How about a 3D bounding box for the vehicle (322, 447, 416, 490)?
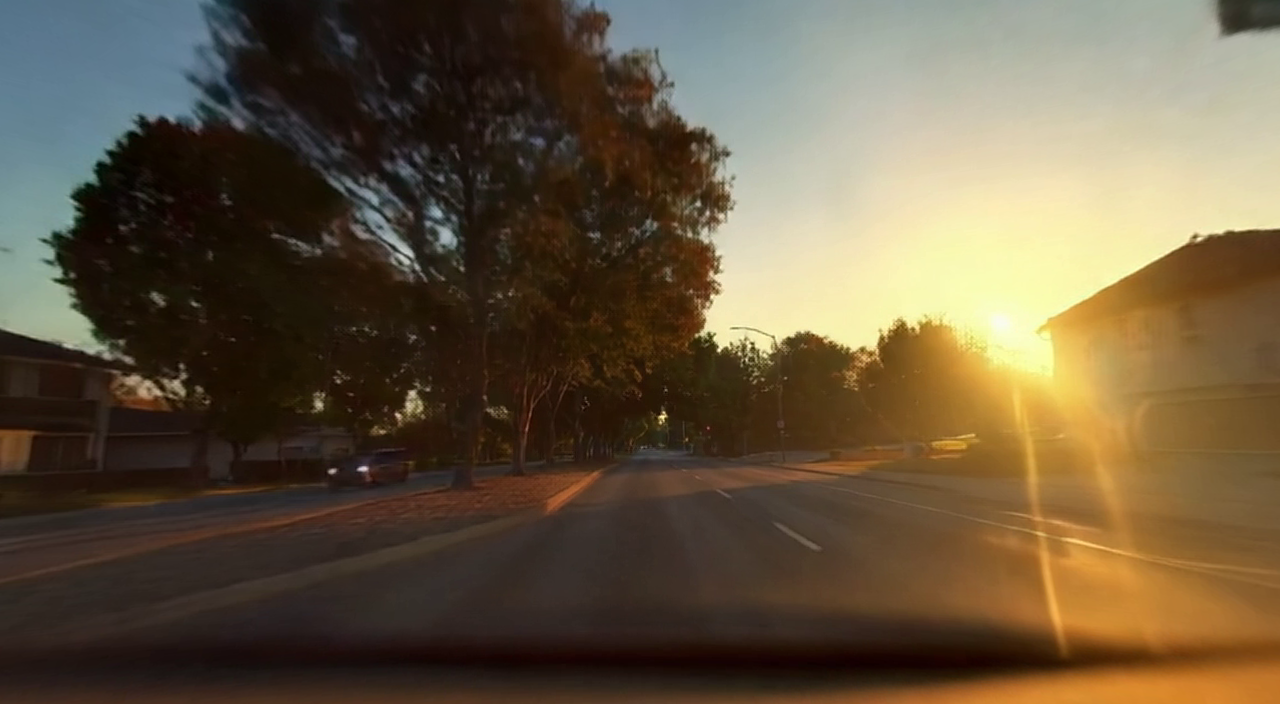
[{"bbox_3d":[-12.188,5.234,28.747,2.010,1.733,4.868,-1,-8,2],"label":"vehicle"}]
